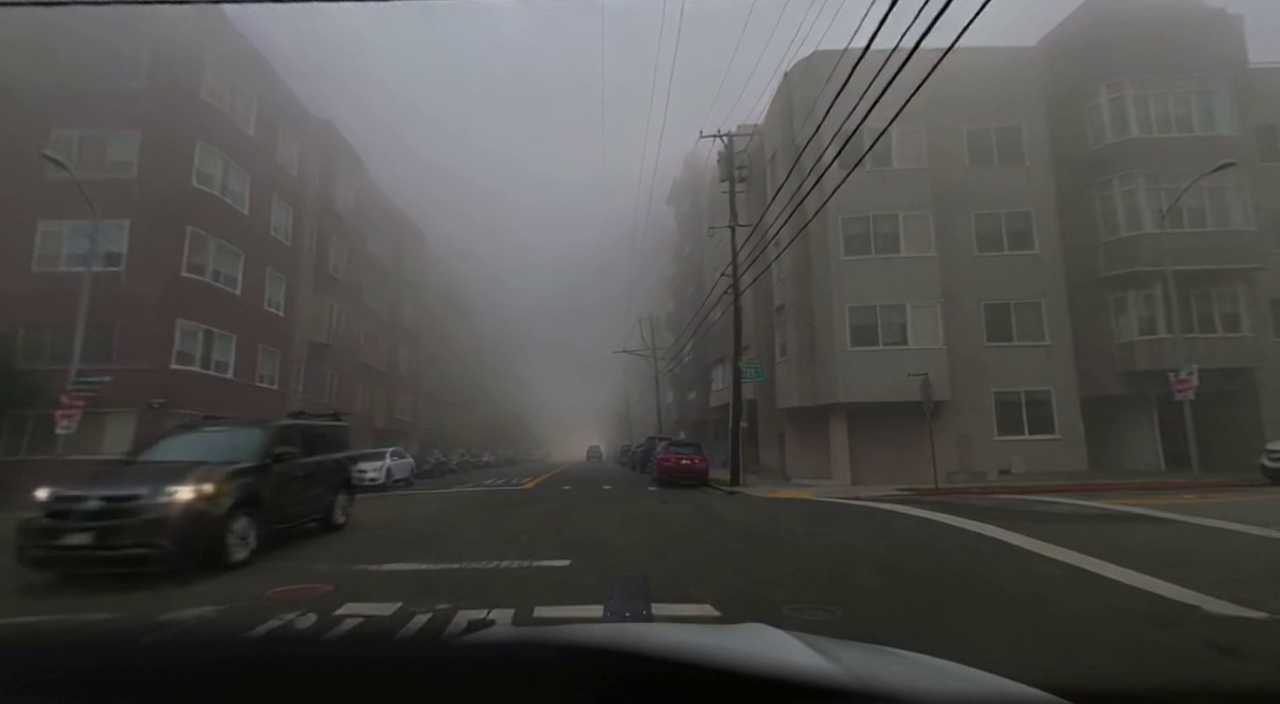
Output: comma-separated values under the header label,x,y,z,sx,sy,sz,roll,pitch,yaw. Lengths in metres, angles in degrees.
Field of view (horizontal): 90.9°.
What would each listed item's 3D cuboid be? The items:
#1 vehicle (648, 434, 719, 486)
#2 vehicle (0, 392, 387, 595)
label,x,y,z,sx,sy,sz,roll,pitch,yaw
vehicle,1.572,4.208,24.798,2.164,1.721,4.416,-3,-9,-3
vehicle,-5.183,1.628,8.130,2.201,1.801,4.750,1,-9,-5
